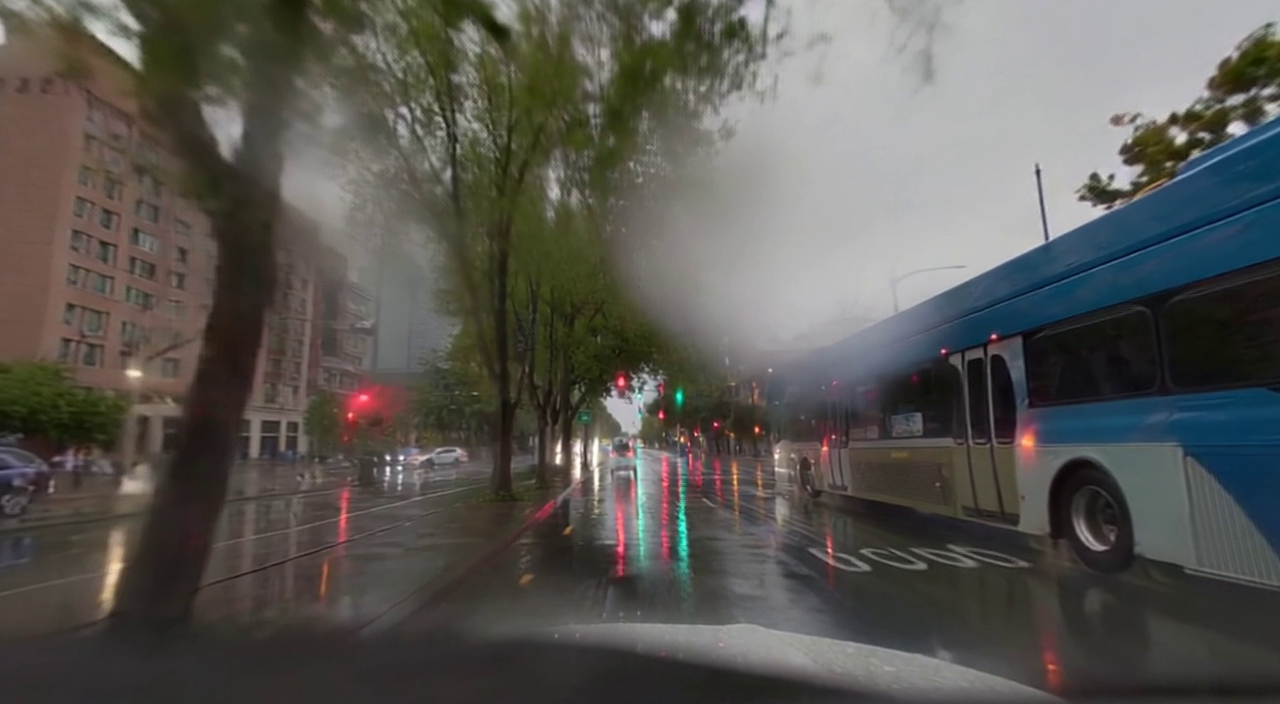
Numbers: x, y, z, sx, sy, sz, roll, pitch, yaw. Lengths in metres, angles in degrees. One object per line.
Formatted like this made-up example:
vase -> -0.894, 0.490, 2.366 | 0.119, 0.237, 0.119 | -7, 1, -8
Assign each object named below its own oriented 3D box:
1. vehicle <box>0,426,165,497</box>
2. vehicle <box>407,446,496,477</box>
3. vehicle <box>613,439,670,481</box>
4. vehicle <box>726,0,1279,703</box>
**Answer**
vehicle -> -29.727, 5.439, 31.637 | 9.150, 3.310, 2.988 | 6, -11, -38
vehicle -> -10.377, 5.983, 34.833 | 4.417, 1.490, 1.816 | 3, -9, -28
vehicle -> -0.031, 4.352, 25.769 | 2.123, 1.544, 4.158 | 0, -8, -3
vehicle -> 3.354, 0.226, 5.258 | 3.250, 3.731, 13.693 | 0, -8, 0
